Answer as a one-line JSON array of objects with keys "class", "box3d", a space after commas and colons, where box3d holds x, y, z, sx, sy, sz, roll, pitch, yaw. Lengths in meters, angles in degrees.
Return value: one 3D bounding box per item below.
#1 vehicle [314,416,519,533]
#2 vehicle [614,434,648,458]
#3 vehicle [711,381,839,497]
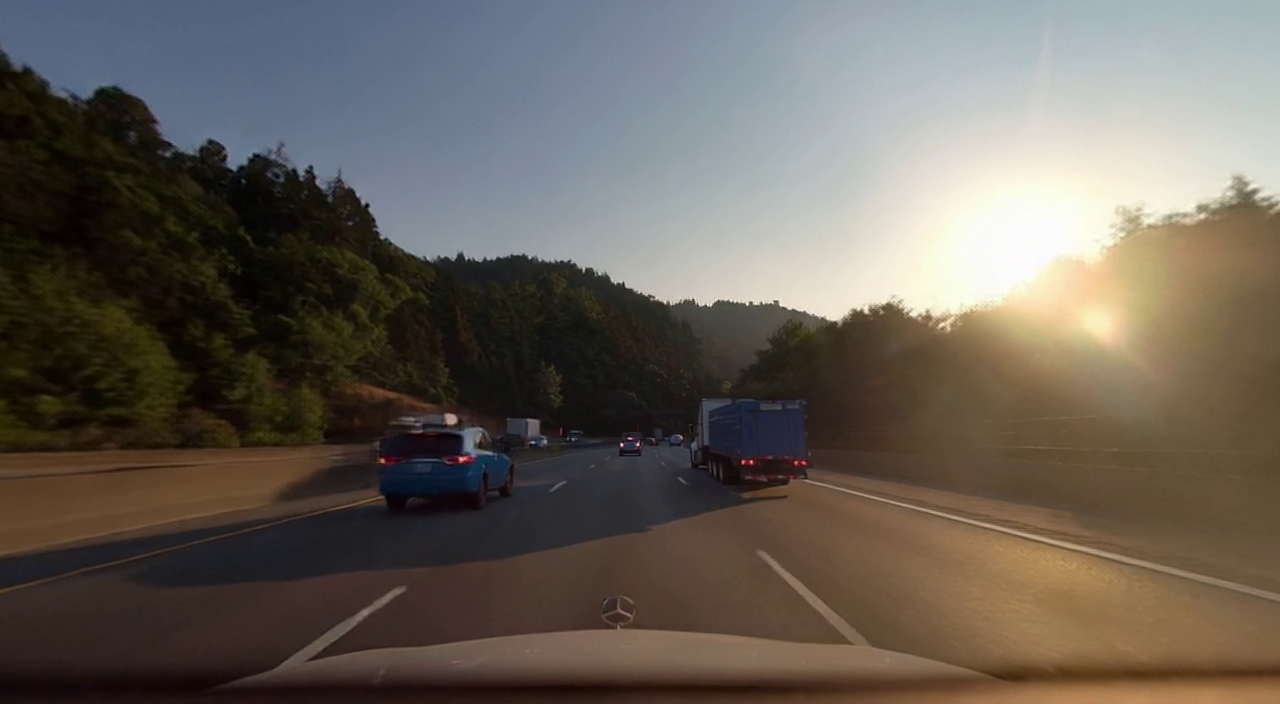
[{"class": "vehicle", "box3d": [-3.459, 1.959, 10.743, 2.008, 1.588, 4.147, 0, -8, -1]}, {"class": "vehicle", "box3d": [-0.553, 6.324, 42.724, 2.195, 1.529, 4.572, 0, -8, 0]}, {"class": "vehicle", "box3d": [3.230, 2.196, 16.070, 2.256, 2.568, 4.049, 0, -8, -1]}]
